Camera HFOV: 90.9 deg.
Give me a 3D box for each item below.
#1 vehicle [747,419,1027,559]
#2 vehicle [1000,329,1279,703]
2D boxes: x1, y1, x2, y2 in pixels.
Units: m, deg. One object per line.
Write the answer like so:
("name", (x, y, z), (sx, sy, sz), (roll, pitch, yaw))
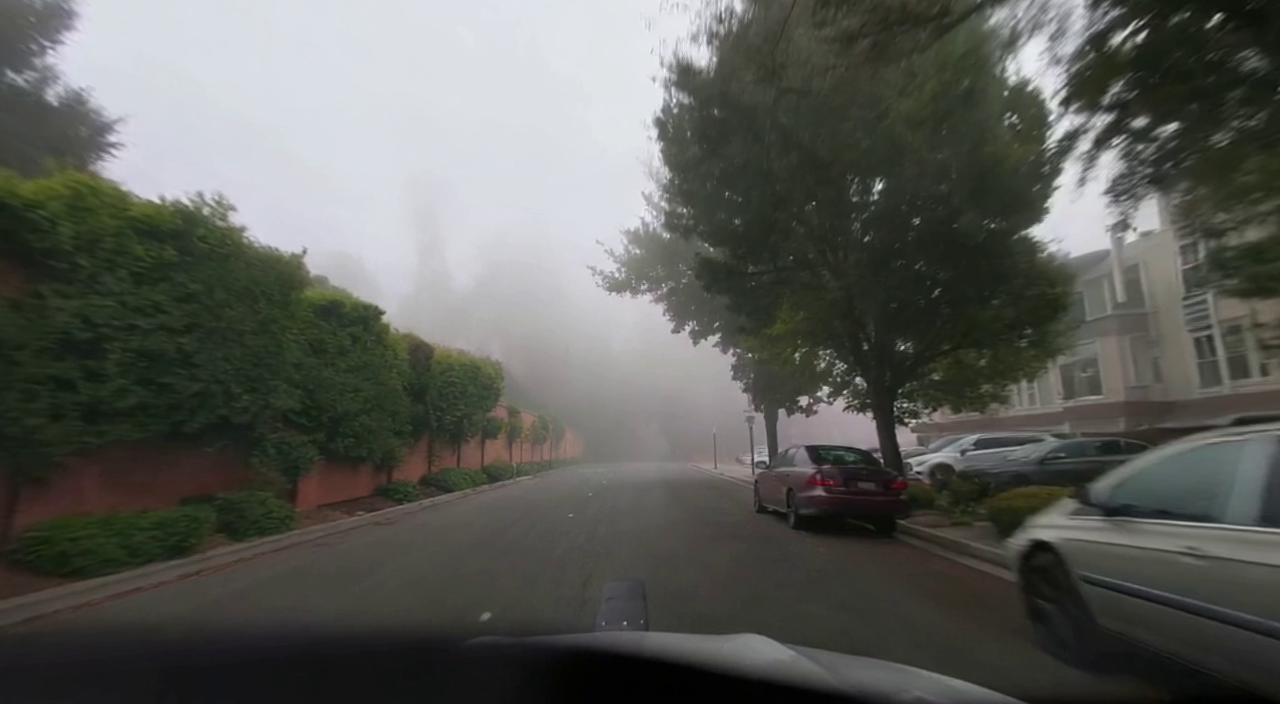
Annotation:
("vehicle", (3.497, 2.129, 10.880), (2.161, 1.622, 6.732), (1, -9, 0))
("vehicle", (3.546, 0.616, 1.205), (2.147, 1.780, 6.071), (0, -9, 0))
